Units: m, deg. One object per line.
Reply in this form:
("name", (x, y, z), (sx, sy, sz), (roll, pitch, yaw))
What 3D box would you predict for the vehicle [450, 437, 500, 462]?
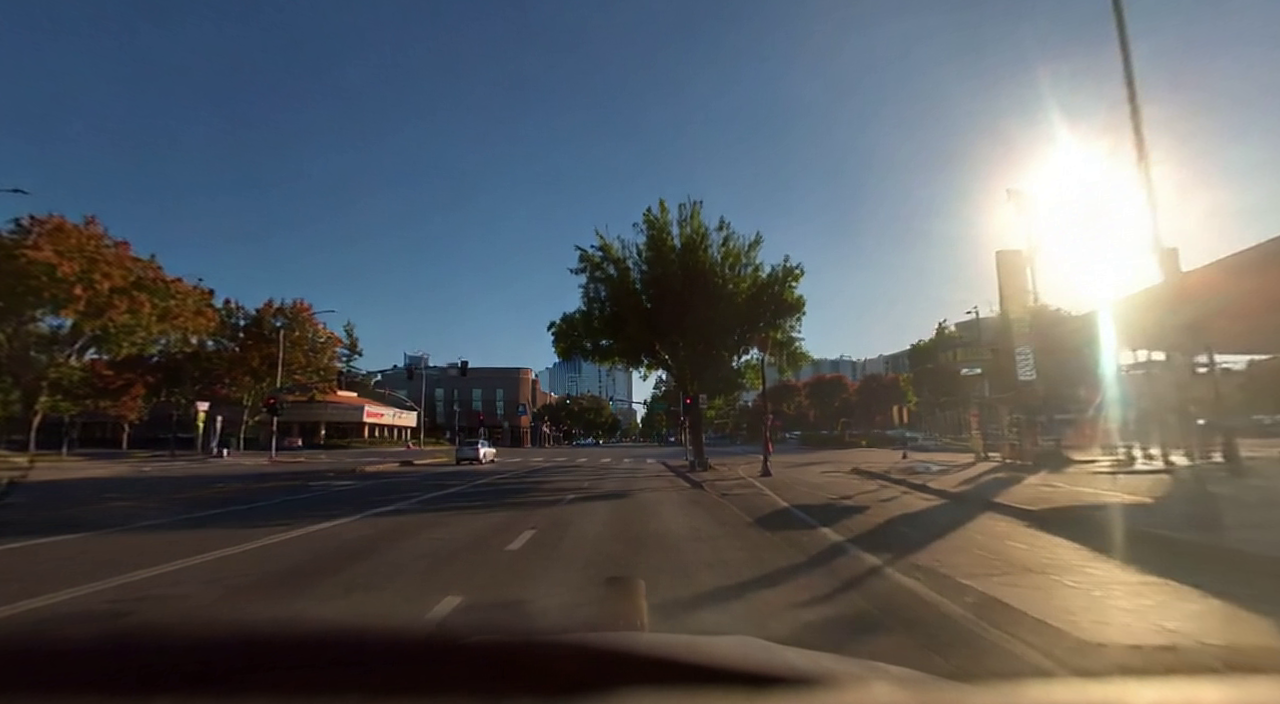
("vehicle", (-10.745, 6.405, 41.297), (1.924, 1.502, 4.727), (0, -9, 1))
